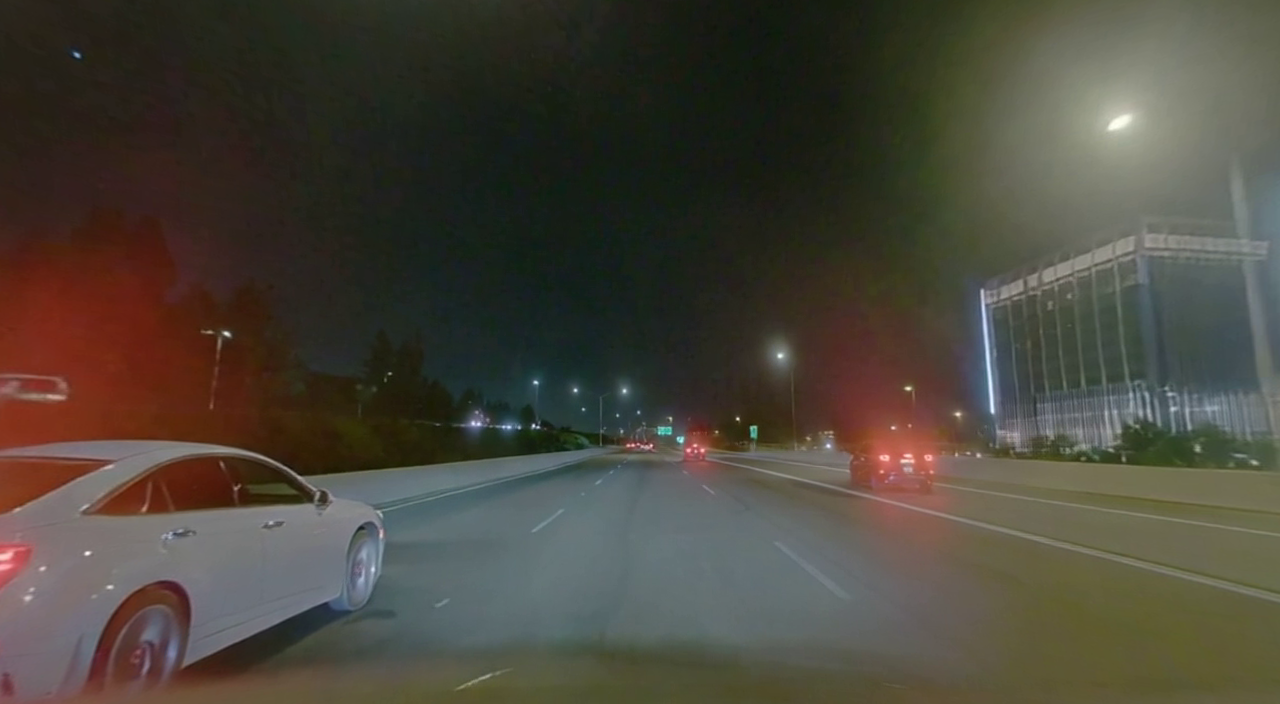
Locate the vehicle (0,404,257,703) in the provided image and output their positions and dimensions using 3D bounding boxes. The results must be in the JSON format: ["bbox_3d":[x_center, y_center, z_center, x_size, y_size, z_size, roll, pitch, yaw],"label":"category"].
[{"bbox_3d":[-3.693,0.888,1.895,2.066,1.531,4.738,0,-8,1],"label":"vehicle"}]

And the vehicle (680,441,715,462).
[{"bbox_3d":[4.113,7.228,45.762,2.069,1.431,4.313,0,-8,-1],"label":"vehicle"}]

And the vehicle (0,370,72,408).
[{"bbox_3d":[-29.136,1.794,29.730,1.590,1.425,3.565,0,-9,-5],"label":"vehicle"}]
